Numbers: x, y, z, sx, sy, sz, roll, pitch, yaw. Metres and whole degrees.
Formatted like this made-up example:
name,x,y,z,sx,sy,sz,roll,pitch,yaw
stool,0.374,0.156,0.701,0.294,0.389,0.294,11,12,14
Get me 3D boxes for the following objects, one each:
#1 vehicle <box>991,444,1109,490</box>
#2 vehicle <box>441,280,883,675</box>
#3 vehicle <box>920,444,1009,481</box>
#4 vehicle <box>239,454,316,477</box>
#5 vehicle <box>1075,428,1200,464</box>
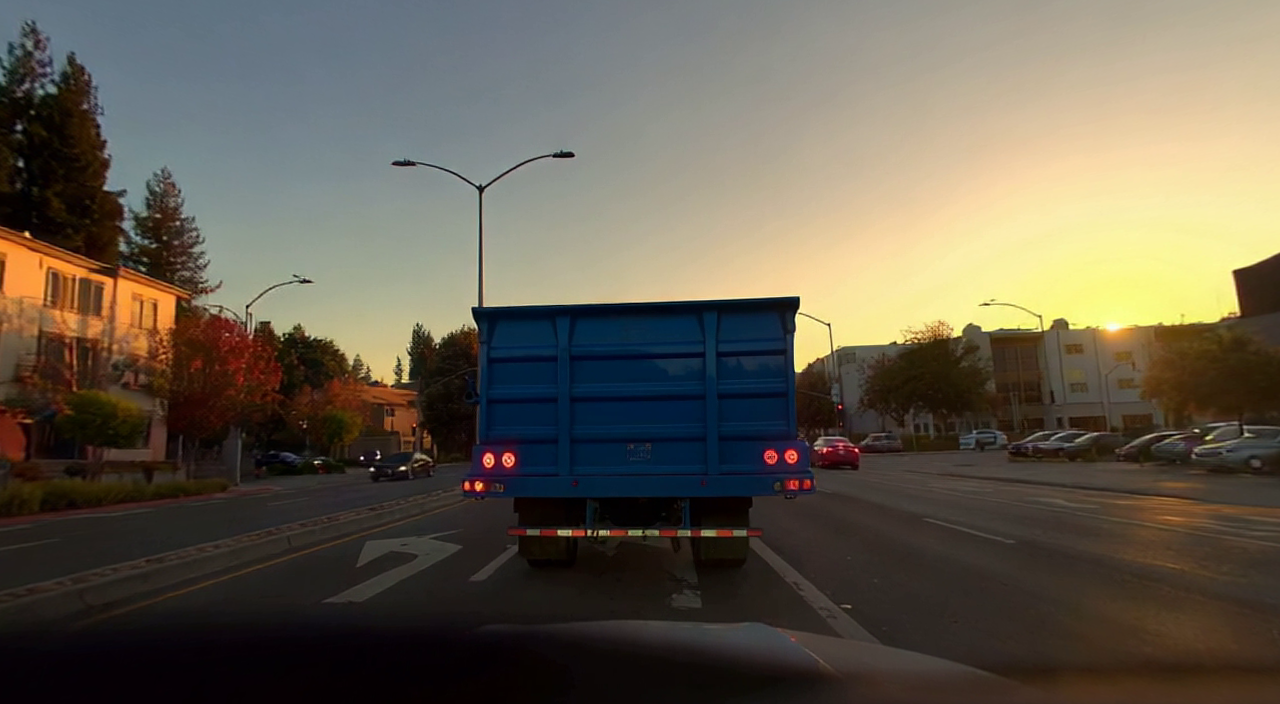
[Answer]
name,x,y,z,sx,sy,sz,roll,pitch,yaw
vehicle,14.286,3.990,22.254,1.702,1.475,3.670,-1,-8,1
vehicle,0.283,1.242,7.416,2.650,2.391,7.008,-1,-8,3
vehicle,14.124,4.798,27.749,1.777,1.488,4.081,-1,-8,1
vehicle,-24.962,7.810,43.461,4.409,1.446,1.862,-2,-8,12
vehicle,23.123,4.387,29.446,4.171,1.614,1.894,-1,-8,1
